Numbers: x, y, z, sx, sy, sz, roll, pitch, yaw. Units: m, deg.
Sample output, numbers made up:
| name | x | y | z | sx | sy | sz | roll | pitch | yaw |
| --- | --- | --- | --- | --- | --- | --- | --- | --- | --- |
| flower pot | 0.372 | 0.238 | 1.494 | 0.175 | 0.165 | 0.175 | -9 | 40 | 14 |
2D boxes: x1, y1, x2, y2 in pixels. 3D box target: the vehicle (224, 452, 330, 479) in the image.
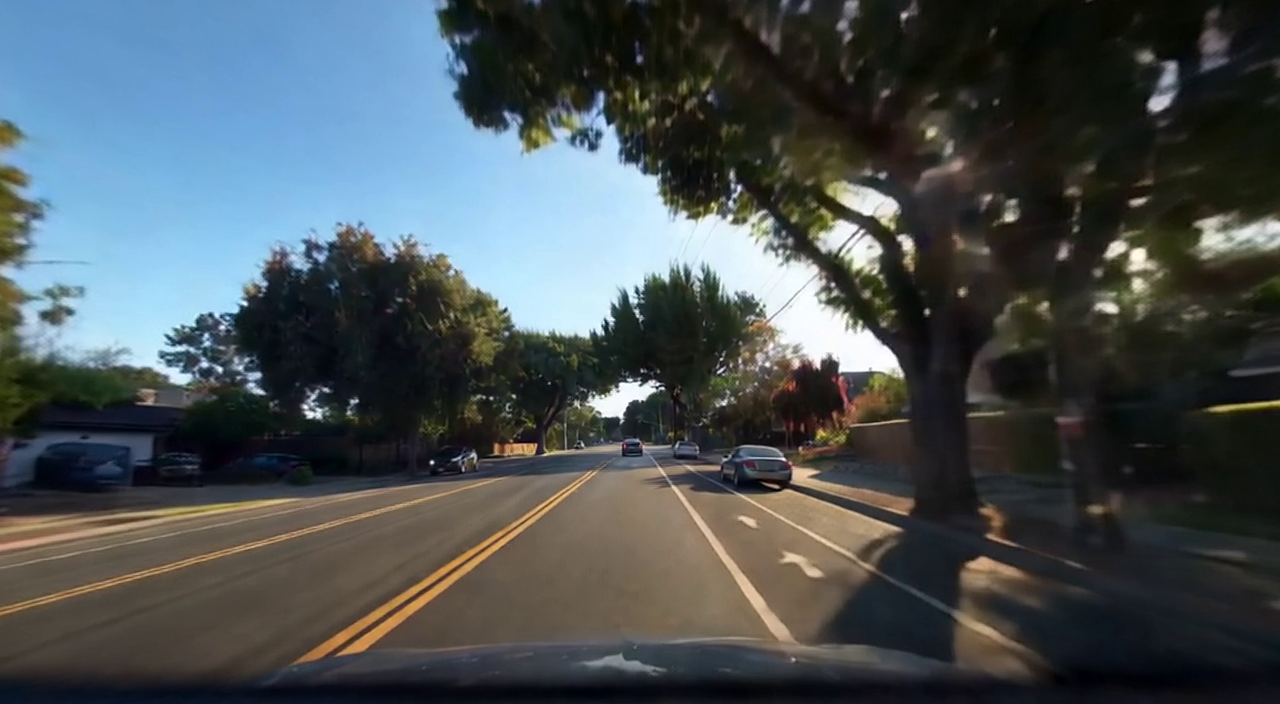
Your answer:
| name | x | y | z | sx | sy | sz | roll | pitch | yaw |
| --- | --- | --- | --- | --- | --- | --- | --- | --- | --- |
| vehicle | -18.809 | 5.889 | 32.869 | 4.326 | 1.355 | 1.812 | 1 | -8 | -4 |

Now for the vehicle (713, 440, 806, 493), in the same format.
| name | x | y | z | sx | sy | sz | roll | pitch | yaw |
| --- | --- | --- | --- | --- | --- | --- | --- | --- | --- |
| vehicle | 3.718 | 3.647 | 20.559 | 2.014 | 1.498 | 4.484 | 0 | -8 | -2 |

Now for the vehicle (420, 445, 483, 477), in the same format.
| name | x | y | z | sx | sy | sz | roll | pitch | yaw |
| --- | --- | --- | --- | --- | --- | --- | --- | --- | --- |
| vehicle | -11.517 | 6.659 | 39.042 | 2.086 | 1.711 | 5.661 | -4 | -8 | 0 |

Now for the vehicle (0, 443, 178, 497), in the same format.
| name | x | y | z | sx | sy | sz | roll | pitch | yaw |
| --- | --- | --- | --- | --- | --- | --- | --- | --- | --- |
| vehicle | -19.974 | 4.257 | 23.028 | 4.496 | 1.823 | 2.046 | 1 | -8 | -6 |
